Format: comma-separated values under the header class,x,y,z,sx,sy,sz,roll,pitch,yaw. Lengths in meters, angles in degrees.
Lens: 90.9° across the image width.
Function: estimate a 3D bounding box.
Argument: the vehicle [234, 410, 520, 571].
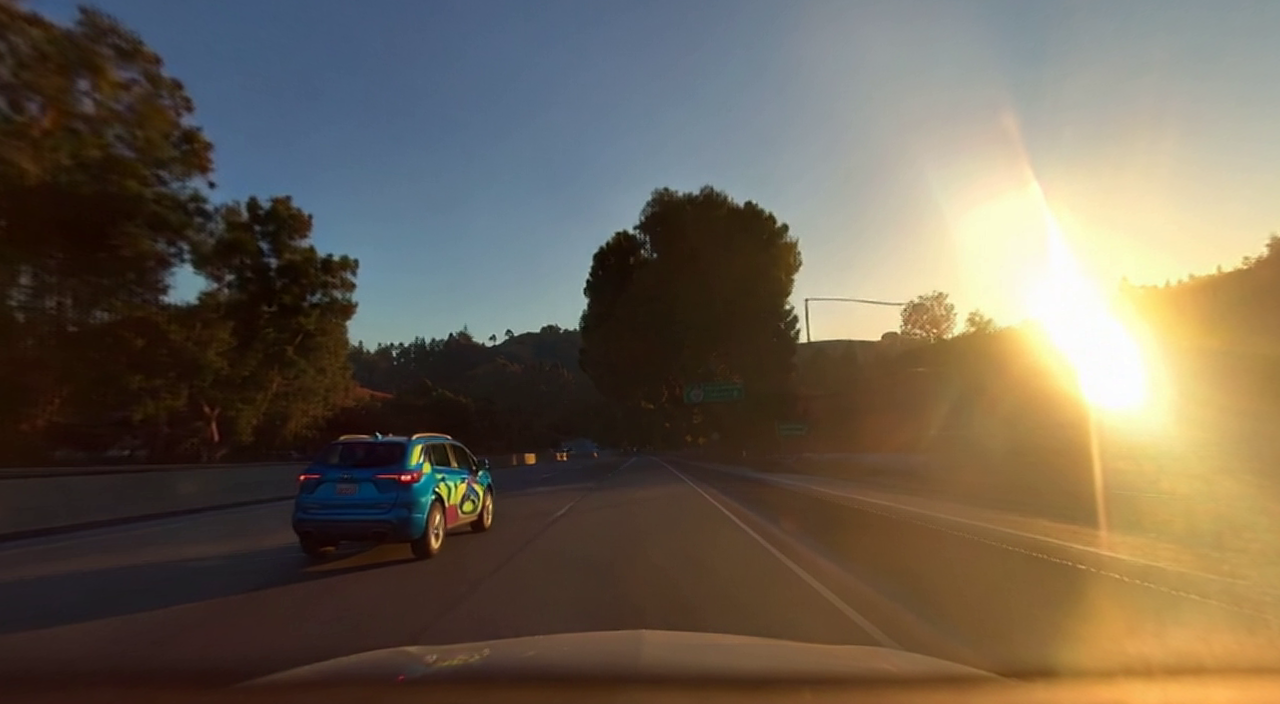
class,x,y,z,sx,sy,sz,roll,pitch,yaw
vehicle,-3.433,1.918,9.554,2.183,1.803,4.685,0,-8,2
